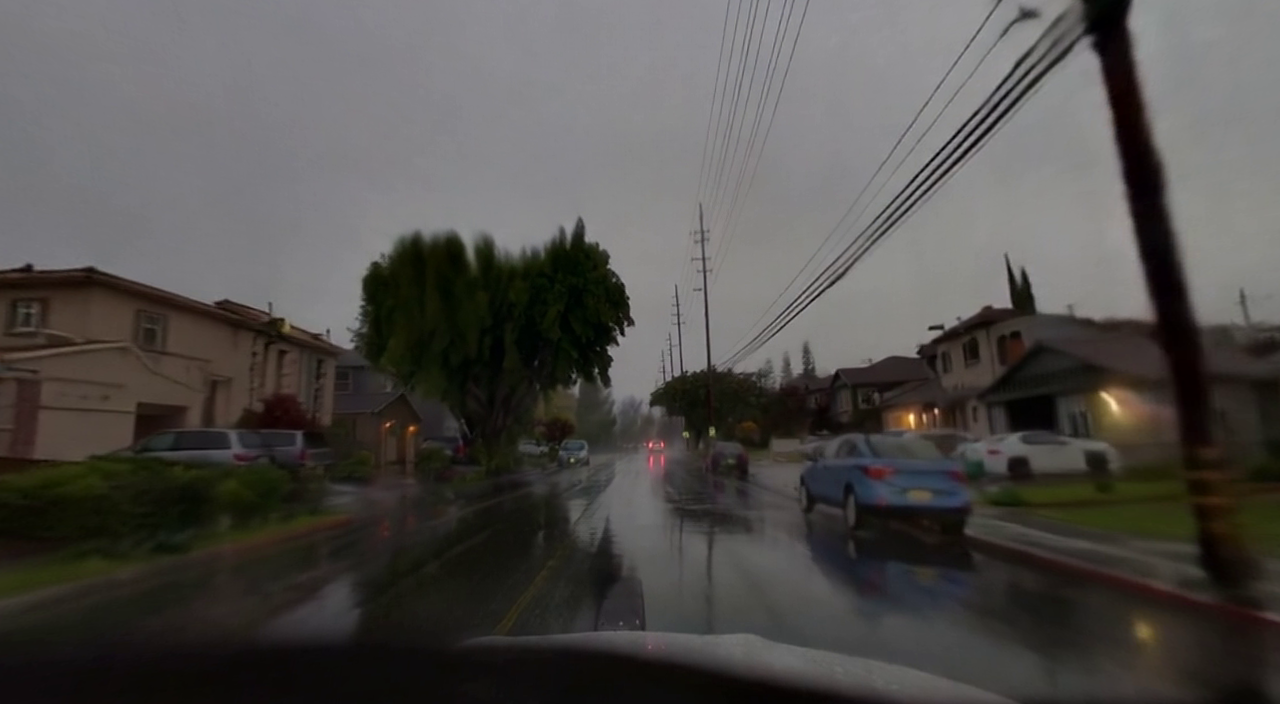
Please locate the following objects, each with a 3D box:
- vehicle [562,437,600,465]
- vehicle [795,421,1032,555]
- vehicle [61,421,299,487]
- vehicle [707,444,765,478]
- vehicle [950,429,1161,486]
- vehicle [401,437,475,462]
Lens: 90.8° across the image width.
[{"bbox_3d":[-4.170,7.065,45.550,2.164,1.810,5.044,1,-7,1],"label":"vehicle"},{"bbox_3d":[4.225,2.171,10.884,2.066,1.753,4.877,0,-8,3],"label":"vehicle"},{"bbox_3d":[-12.307,2.751,17.179,4.792,1.521,2.077,2,-8,1],"label":"vehicle"},{"bbox_3d":[4.438,5.119,29.969,2.031,1.471,4.328,0,-8,-1],"label":"vehicle"},{"bbox_3d":[12.120,3.117,18.678,4.905,1.570,1.900,0,-10,-2],"label":"vehicle"},{"bbox_3d":[-13.883,6.693,43.393,4.702,1.675,1.984,-4,-9,27],"label":"vehicle"}]
